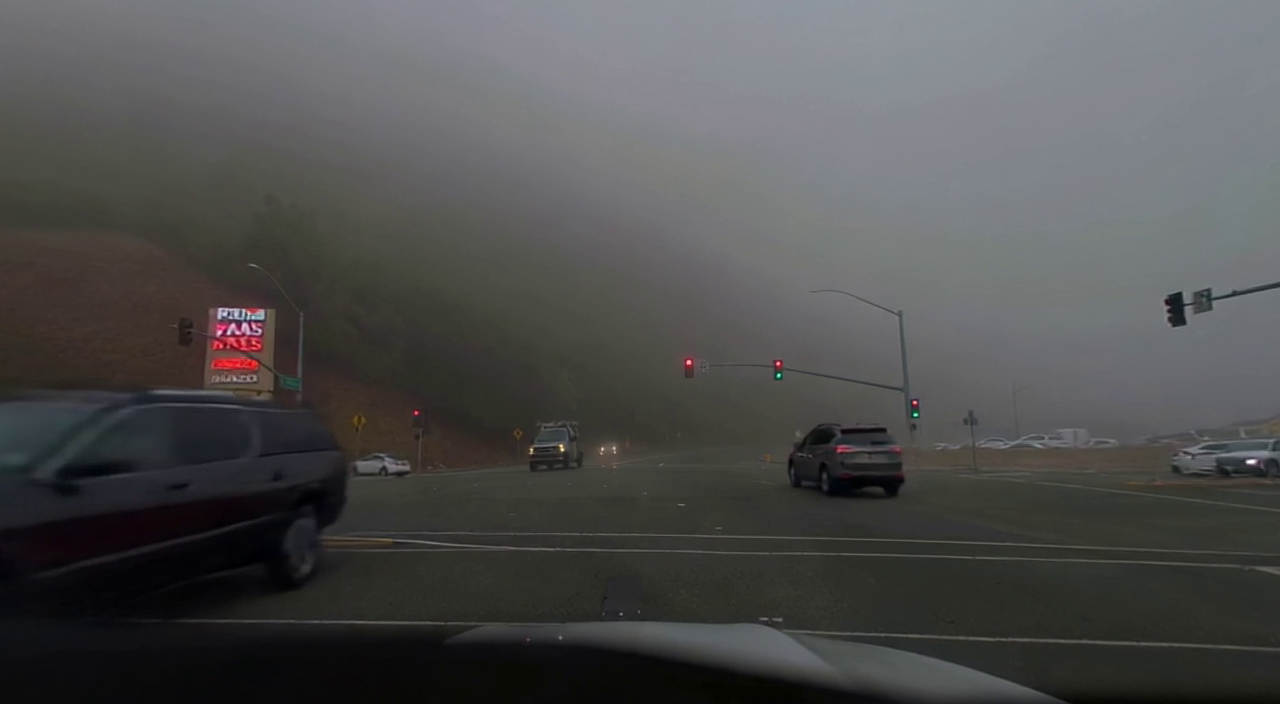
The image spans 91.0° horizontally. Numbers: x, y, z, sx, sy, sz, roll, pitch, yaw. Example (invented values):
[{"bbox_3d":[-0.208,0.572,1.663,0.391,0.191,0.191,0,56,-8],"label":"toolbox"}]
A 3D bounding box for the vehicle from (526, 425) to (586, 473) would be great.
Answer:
[{"bbox_3d":[-4.427,5.244,34.186,2.318,2.325,5.910,0,-8,1],"label":"vehicle"}]

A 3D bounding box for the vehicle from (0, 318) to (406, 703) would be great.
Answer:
[{"bbox_3d":[-4.675,1.304,6.054,2.662,2.197,5.454,0,-8,1],"label":"vehicle"}]

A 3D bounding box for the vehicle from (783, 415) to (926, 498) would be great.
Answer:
[{"bbox_3d":[6.340,3.192,19.467,2.388,2.201,5.139,0,-9,-3],"label":"vehicle"}]

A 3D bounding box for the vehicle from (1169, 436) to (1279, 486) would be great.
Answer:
[{"bbox_3d":[25.058,4.464,26.054,4.546,1.944,2.051,1,-9,-5],"label":"vehicle"}]
